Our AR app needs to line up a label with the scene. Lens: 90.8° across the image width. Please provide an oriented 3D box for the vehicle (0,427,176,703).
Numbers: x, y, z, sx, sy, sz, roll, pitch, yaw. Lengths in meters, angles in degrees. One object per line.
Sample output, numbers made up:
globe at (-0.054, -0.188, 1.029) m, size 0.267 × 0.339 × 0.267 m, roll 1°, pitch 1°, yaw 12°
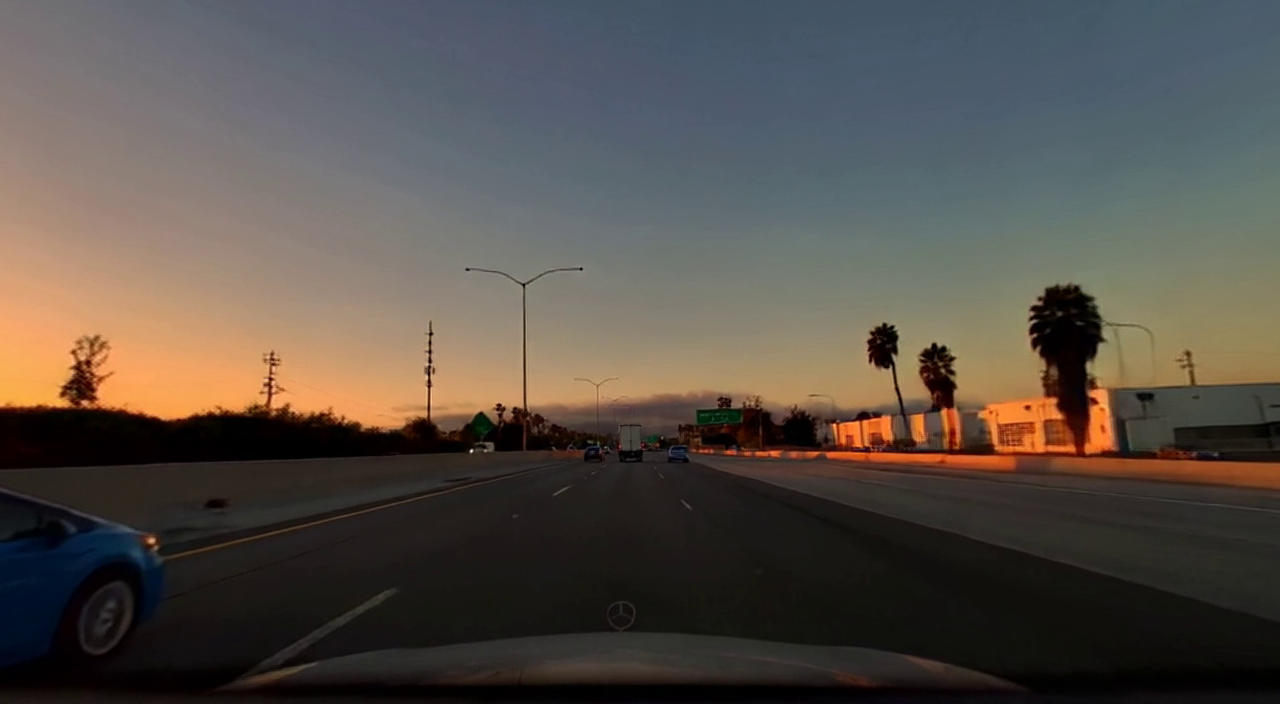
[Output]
vehicle at (-3.966, 0.907, 1.778) m, size 2.097 × 1.447 × 4.291 m, roll 0°, pitch -9°, yaw -1°

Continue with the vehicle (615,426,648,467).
vehicle at (-0.746, 7.296, 48.906) m, size 2.364 × 2.953 × 6.495 m, roll 0°, pitch -9°, yaw -2°
